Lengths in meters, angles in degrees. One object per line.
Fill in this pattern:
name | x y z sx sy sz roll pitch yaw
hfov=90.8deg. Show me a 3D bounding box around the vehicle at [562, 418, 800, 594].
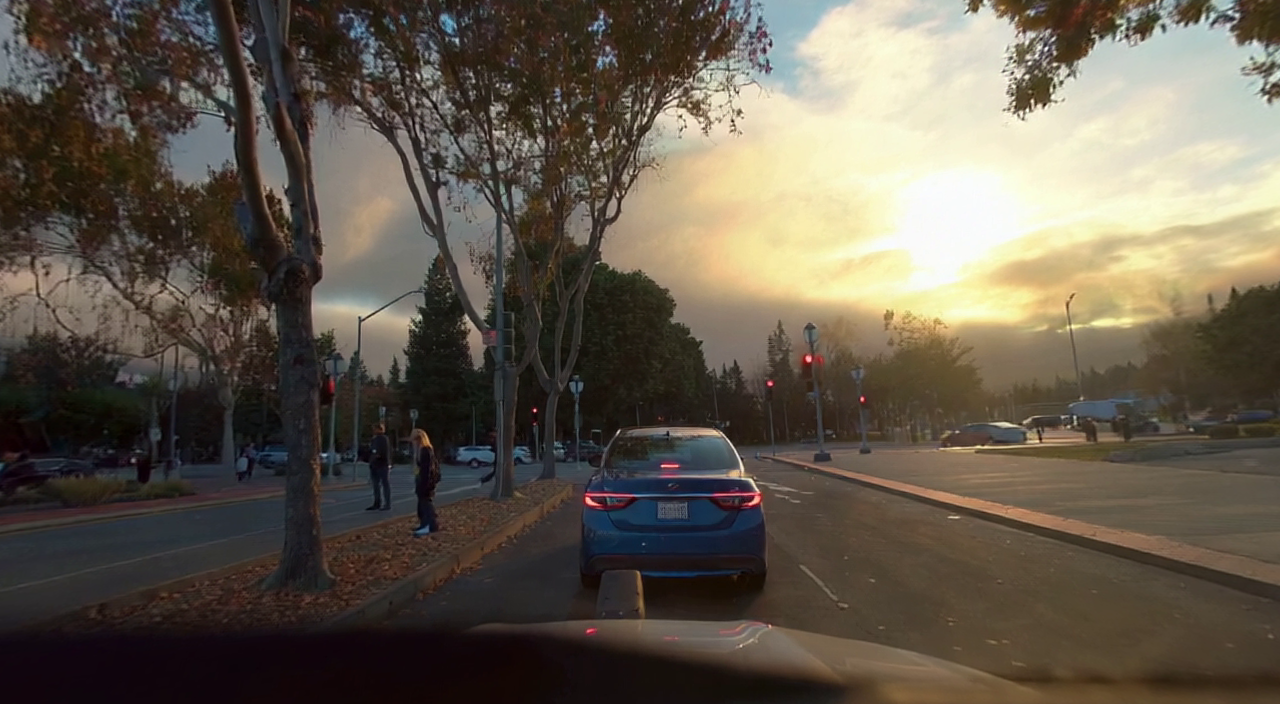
vehicle | 0.389 1.611 7.401 2.035 1.499 3.799 0 -8 1
